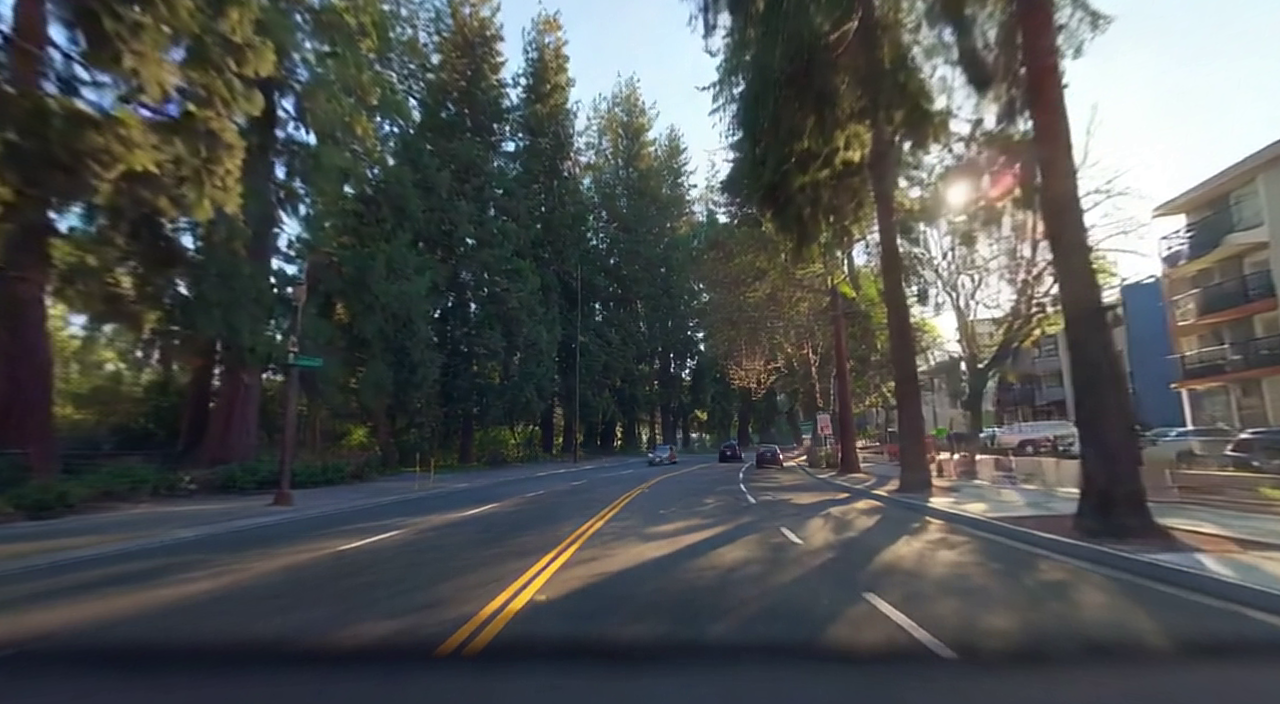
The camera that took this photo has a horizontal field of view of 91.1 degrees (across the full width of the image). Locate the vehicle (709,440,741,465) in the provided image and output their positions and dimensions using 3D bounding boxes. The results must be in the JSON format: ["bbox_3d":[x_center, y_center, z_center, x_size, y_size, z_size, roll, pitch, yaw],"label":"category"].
[{"bbox_3d":[6.669,7.819,48.906,2.158,1.852,4.485,-2,-9,11],"label":"vehicle"}]

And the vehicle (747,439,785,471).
[{"bbox_3d":[7.673,6.286,38.605,2.069,1.791,4.422,-1,-8,9],"label":"vehicle"}]
